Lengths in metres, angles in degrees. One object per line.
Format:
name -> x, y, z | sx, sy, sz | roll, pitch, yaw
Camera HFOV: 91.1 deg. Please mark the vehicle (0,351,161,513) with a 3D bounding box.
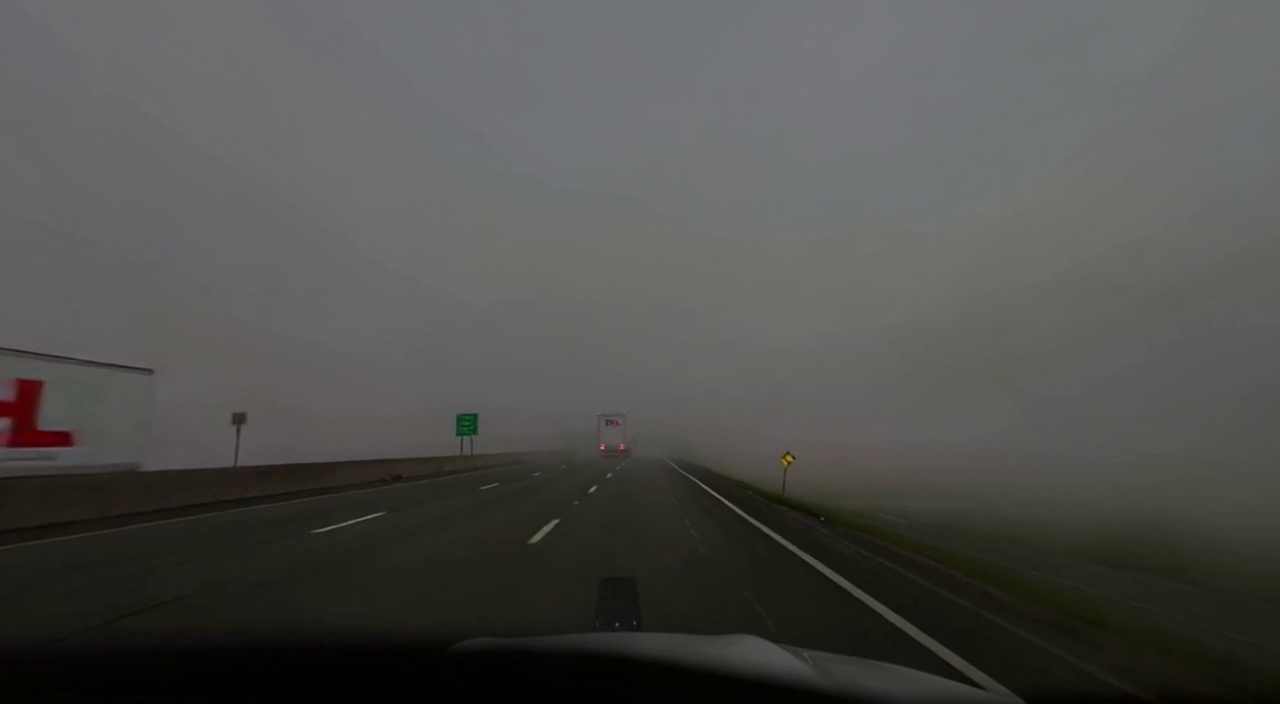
vehicle -> -17.540, 1.567, 12.306 | 3.102, 4.025, 16.974 | 1, -7, 0
